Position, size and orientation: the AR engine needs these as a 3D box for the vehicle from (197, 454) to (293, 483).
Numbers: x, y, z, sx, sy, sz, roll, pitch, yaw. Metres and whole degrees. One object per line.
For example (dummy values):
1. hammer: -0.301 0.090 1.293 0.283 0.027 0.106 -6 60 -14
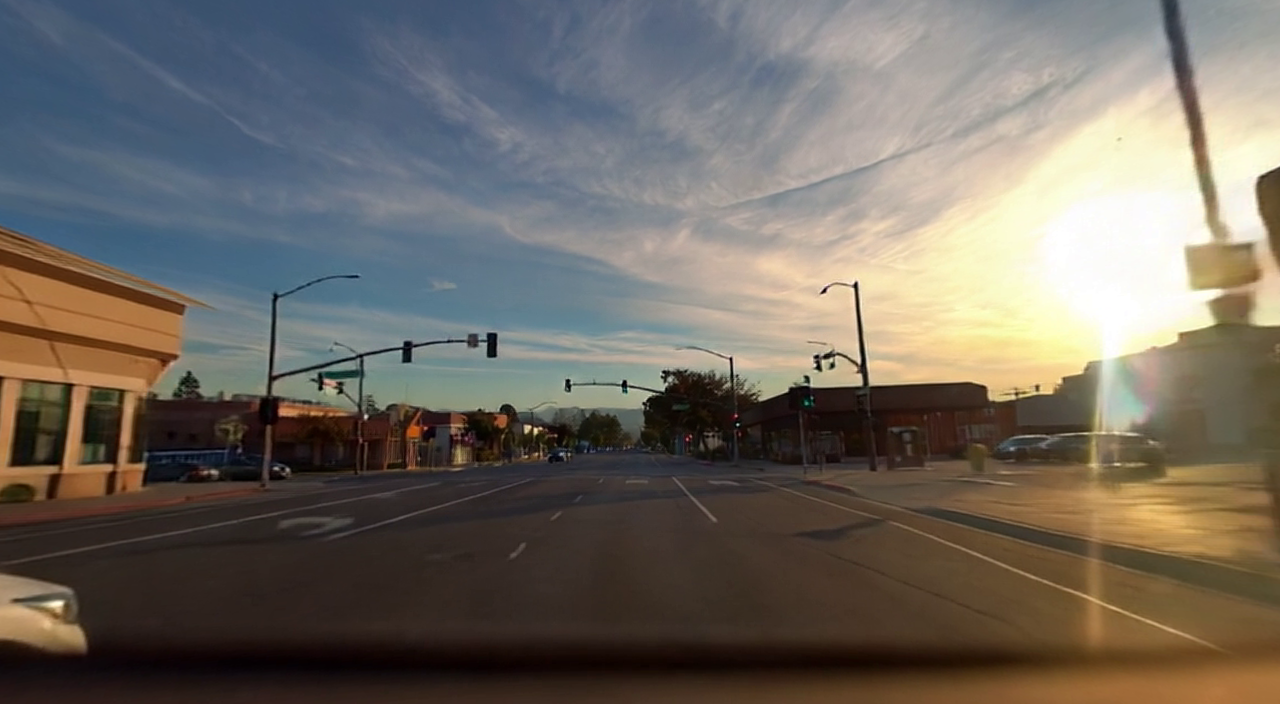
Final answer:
1. vehicle: -25.134 7.416 40.321 4.727 1.719 2.095 -1 -9 2

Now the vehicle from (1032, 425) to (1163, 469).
1. vehicle: 18.698 3.924 26.119 1.879 1.643 4.484 0 -9 -3
